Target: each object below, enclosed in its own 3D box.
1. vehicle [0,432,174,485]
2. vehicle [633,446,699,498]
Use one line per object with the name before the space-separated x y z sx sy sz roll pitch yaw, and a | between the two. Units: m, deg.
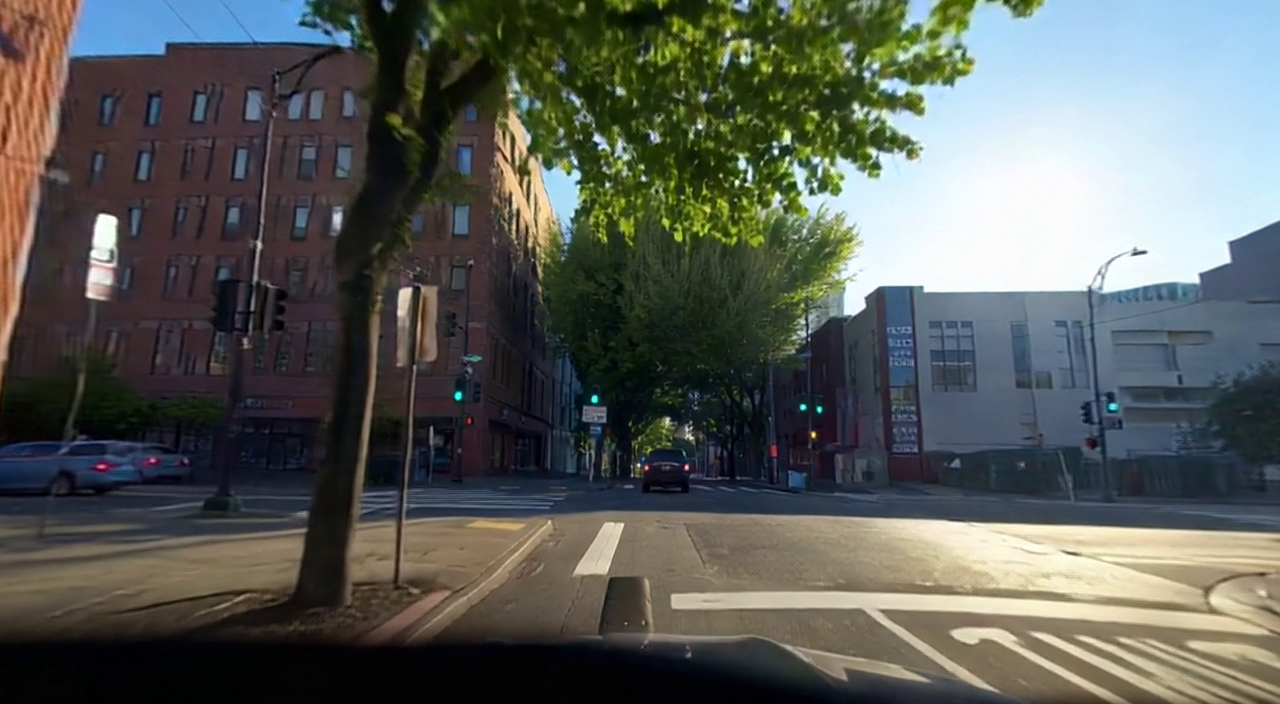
vehicle | -17.518 3.313 19.663 4.282 1.519 2.077 -1 -9 2
vehicle | 0.844 4.102 21.961 2.079 1.621 3.861 0 -9 1
